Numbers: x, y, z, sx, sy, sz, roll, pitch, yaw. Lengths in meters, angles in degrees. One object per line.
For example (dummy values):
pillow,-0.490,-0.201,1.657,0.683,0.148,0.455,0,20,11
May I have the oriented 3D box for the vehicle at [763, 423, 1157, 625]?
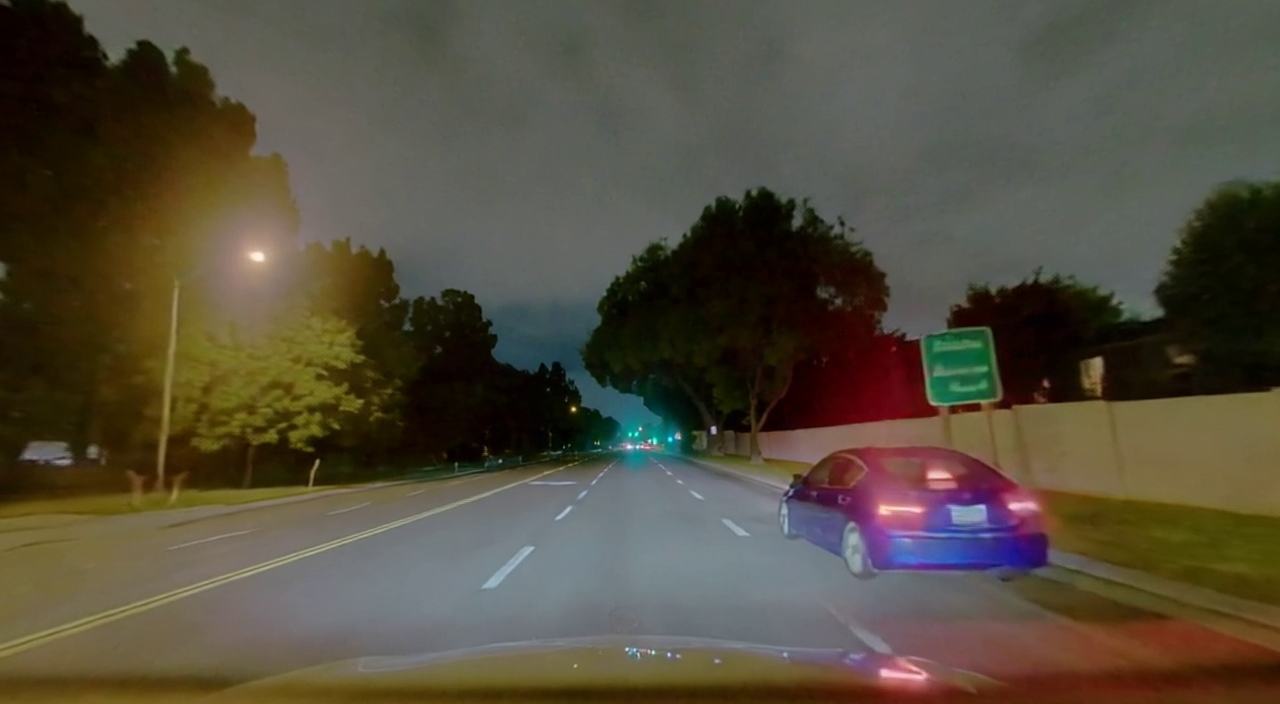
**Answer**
vehicle,2.795,1.594,6.828,1.991,1.476,4.153,1,-9,-1
